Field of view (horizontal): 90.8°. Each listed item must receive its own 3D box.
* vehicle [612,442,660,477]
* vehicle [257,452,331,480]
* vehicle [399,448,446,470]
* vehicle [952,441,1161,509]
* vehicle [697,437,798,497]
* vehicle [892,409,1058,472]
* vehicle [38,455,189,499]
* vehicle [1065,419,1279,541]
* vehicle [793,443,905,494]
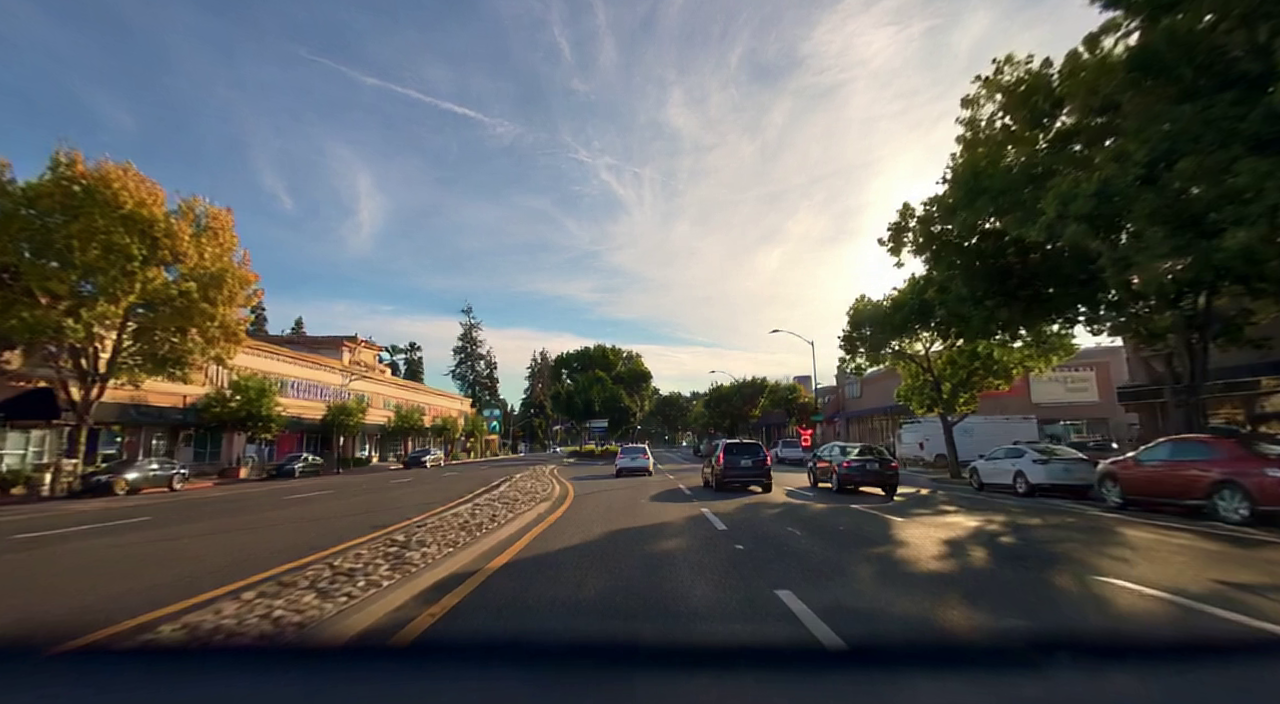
[{"bbox_3d":[-0.194,4.967,29.466,2.052,1.461,4.324,0,-8,0],"label":"vehicle"},{"bbox_3d":[-20.383,6.713,37.444,1.925,1.454,4.529,0,-8,-2],"label":"vehicle"},{"bbox_3d":[-15.039,7.384,43.783,1.878,1.481,3.663,0,-8,1],"label":"vehicle"},{"bbox_3d":[10.407,3.071,16.365,2.030,1.479,4.624,1,-8,-4],"label":"vehicle"},{"bbox_3d":[3.036,3.356,18.868,2.072,1.545,4.578,0,-8,-2],"label":"vehicle"},{"bbox_3d":[17.523,4.682,33.427,7.127,3.093,2.760,0,-8,0],"label":"vehicle"},{"bbox_3d":[-20.386,4.815,24.796,1.914,1.471,4.640,0,-8,0],"label":"vehicle"},{"bbox_3d":[10.163,2.141,11.127,2.068,1.722,4.556,0,-8,-1],"label":"vehicle"},{"bbox_3d":[6.494,3.649,20.247,1.952,1.449,4.544,0,-8,-1],"label":"vehicle"}]
